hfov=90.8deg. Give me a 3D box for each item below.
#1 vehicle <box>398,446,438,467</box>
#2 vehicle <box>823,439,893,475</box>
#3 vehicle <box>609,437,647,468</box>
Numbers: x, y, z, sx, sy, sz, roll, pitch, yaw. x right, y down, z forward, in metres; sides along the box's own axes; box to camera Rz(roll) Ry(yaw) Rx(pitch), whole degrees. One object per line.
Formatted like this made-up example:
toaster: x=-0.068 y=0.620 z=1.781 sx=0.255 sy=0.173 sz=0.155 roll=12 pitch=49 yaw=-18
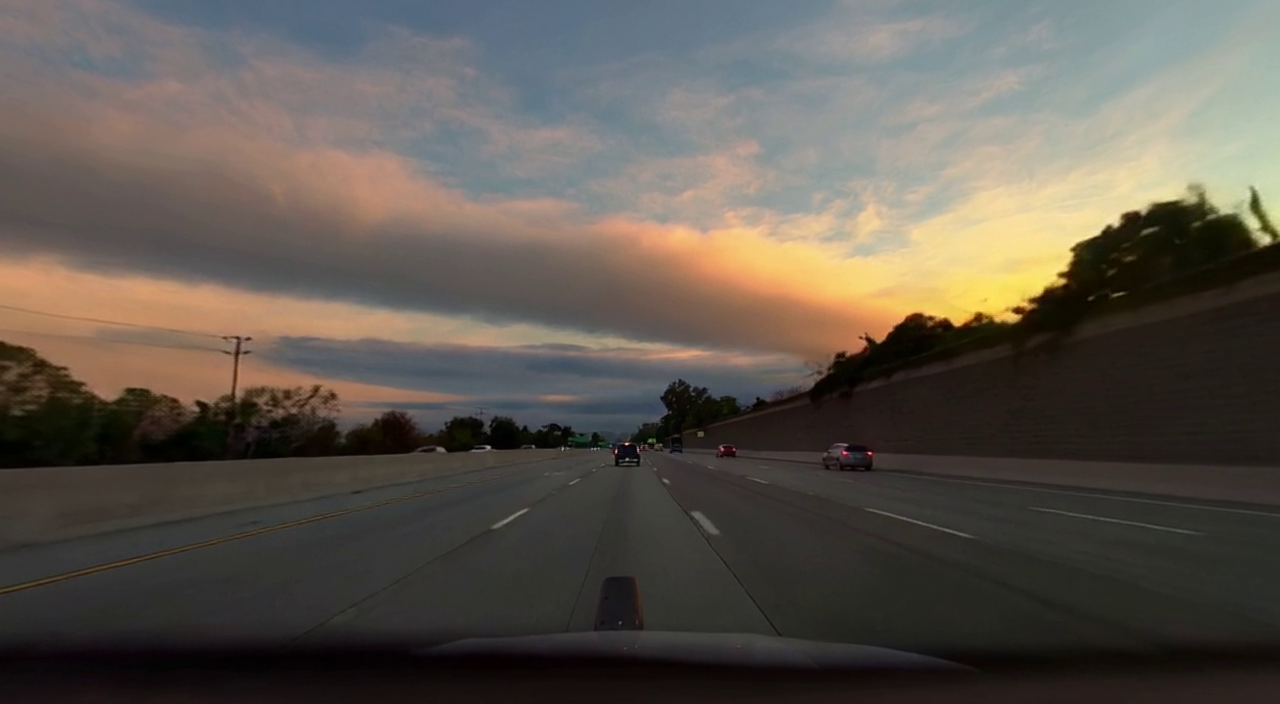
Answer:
vehicle: x=-14.915 y=7.027 z=42.652 sx=1.486 sy=1.365 sz=3.227 roll=0 pitch=-8 yaw=1
vehicle: x=11.099 y=5.355 z=32.462 sx=1.912 sy=1.673 sz=4.438 roll=0 pitch=-8 yaw=-1
vehicle: x=-0.726 y=6.066 z=38.168 sx=2.121 sy=1.739 sz=4.087 roll=0 pitch=-8 yaw=-1
